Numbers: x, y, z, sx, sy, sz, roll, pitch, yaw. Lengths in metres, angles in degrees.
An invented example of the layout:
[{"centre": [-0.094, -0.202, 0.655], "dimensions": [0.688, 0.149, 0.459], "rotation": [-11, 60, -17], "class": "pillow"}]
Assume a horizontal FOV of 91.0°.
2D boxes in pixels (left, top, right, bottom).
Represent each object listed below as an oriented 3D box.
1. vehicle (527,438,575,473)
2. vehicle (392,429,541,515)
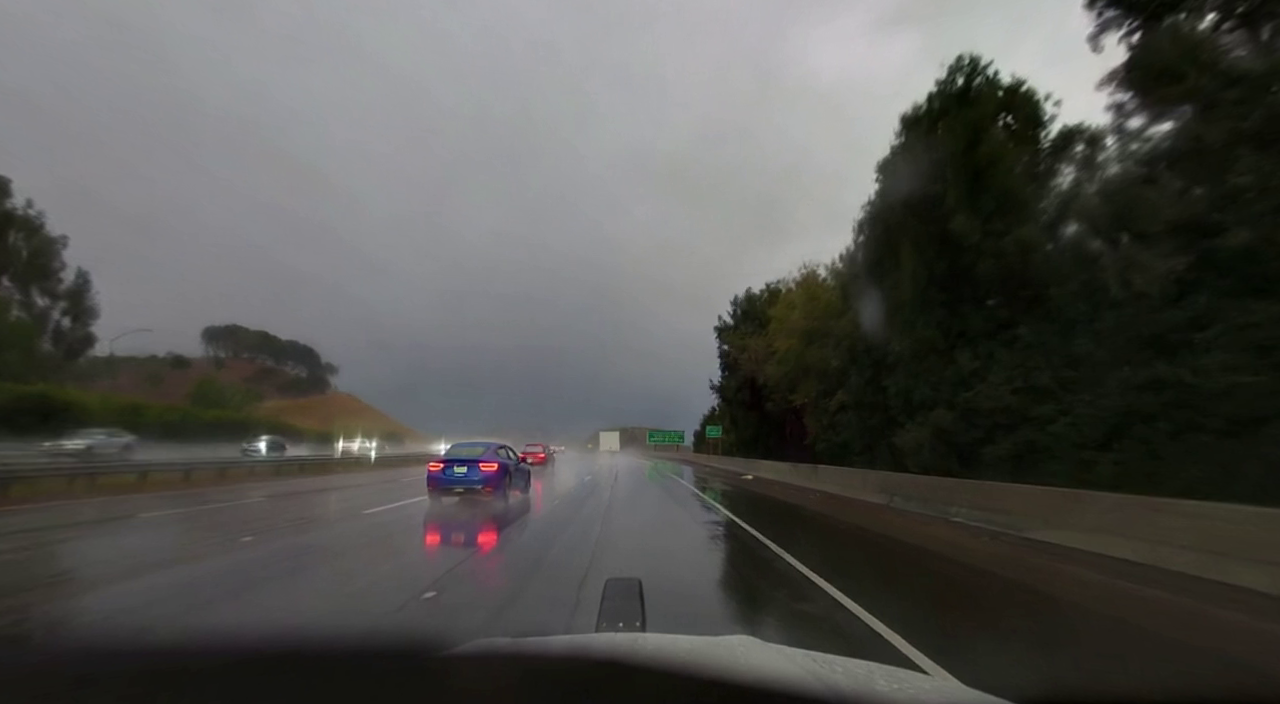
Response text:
[{"centre": [-4.764, 5.585, 34.243], "dimensions": [2.081, 1.740, 4.268], "rotation": [1, -9, -2], "class": "vehicle"}, {"centre": [-3.839, 2.752, 14.977], "dimensions": [2.180, 1.685, 4.668], "rotation": [0, -9, 0], "class": "vehicle"}]
